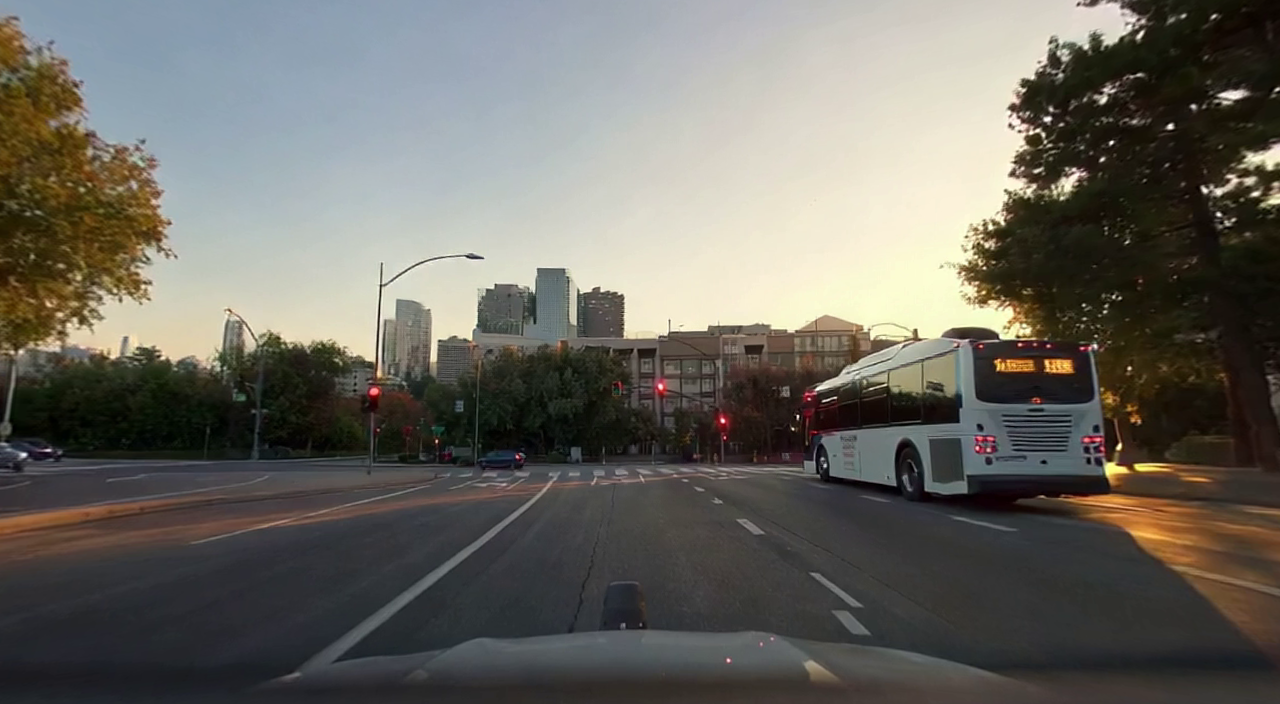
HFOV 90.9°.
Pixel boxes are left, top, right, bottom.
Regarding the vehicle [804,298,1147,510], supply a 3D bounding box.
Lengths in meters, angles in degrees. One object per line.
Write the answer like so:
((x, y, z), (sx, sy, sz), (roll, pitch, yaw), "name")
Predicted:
((8.027, 1.918, 18.619), (2.916, 4.009, 13.397), (0, -8, 1), "vehicle")
